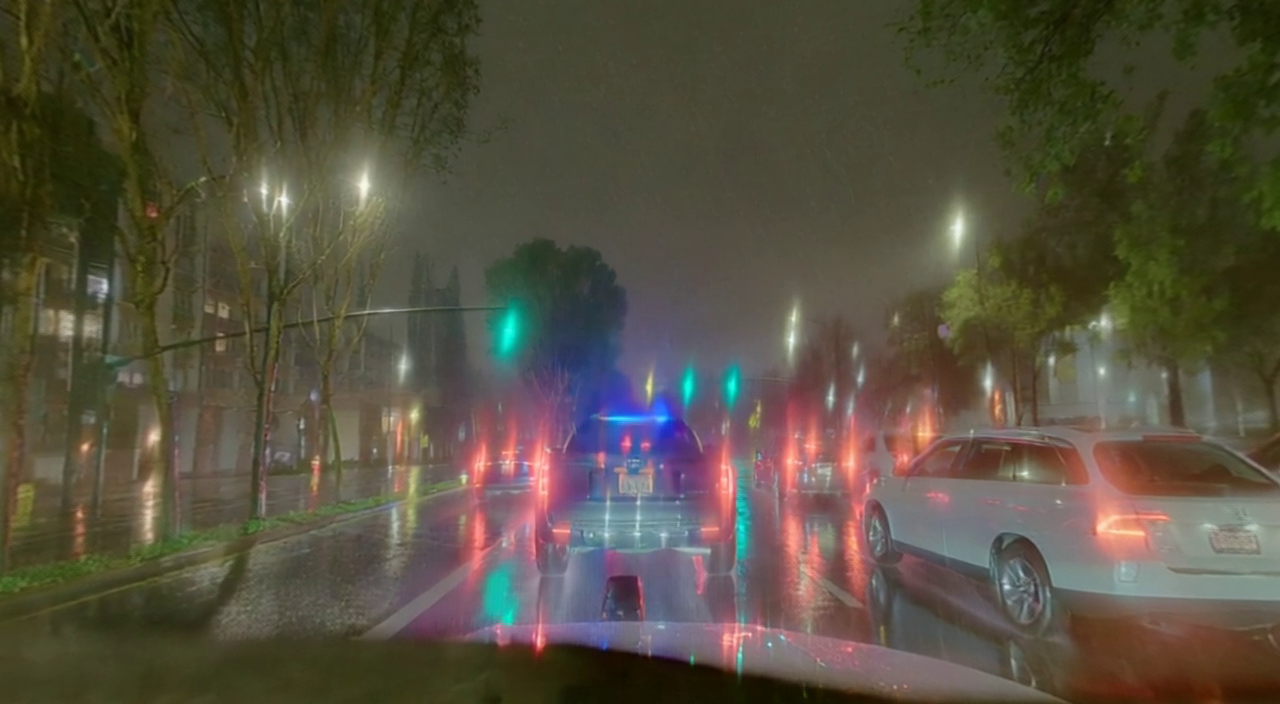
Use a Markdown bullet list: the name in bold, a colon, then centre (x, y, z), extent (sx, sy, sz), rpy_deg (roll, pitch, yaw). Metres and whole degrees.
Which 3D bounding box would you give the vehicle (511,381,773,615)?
- **vehicle**: centre (-0.038, 1.464, 7.273), extent (2.038, 1.819, 4.505), rpy_deg (0, -8, -1)

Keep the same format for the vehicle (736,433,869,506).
- **vehicle**: centre (3.644, 2.708, 15.060), extent (1.940, 1.474, 4.234), rpy_deg (0, -8, -1)

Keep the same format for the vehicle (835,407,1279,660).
- **vehicle**: centre (3.643, 1.408, 6.082), extent (1.995, 1.483, 4.533), rpy_deg (0, -8, -1)

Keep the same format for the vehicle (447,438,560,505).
- **vehicle**: centre (-3.314, 2.981, 16.219), extent (1.913, 1.464, 4.276), rpy_deg (0, -8, 0)
